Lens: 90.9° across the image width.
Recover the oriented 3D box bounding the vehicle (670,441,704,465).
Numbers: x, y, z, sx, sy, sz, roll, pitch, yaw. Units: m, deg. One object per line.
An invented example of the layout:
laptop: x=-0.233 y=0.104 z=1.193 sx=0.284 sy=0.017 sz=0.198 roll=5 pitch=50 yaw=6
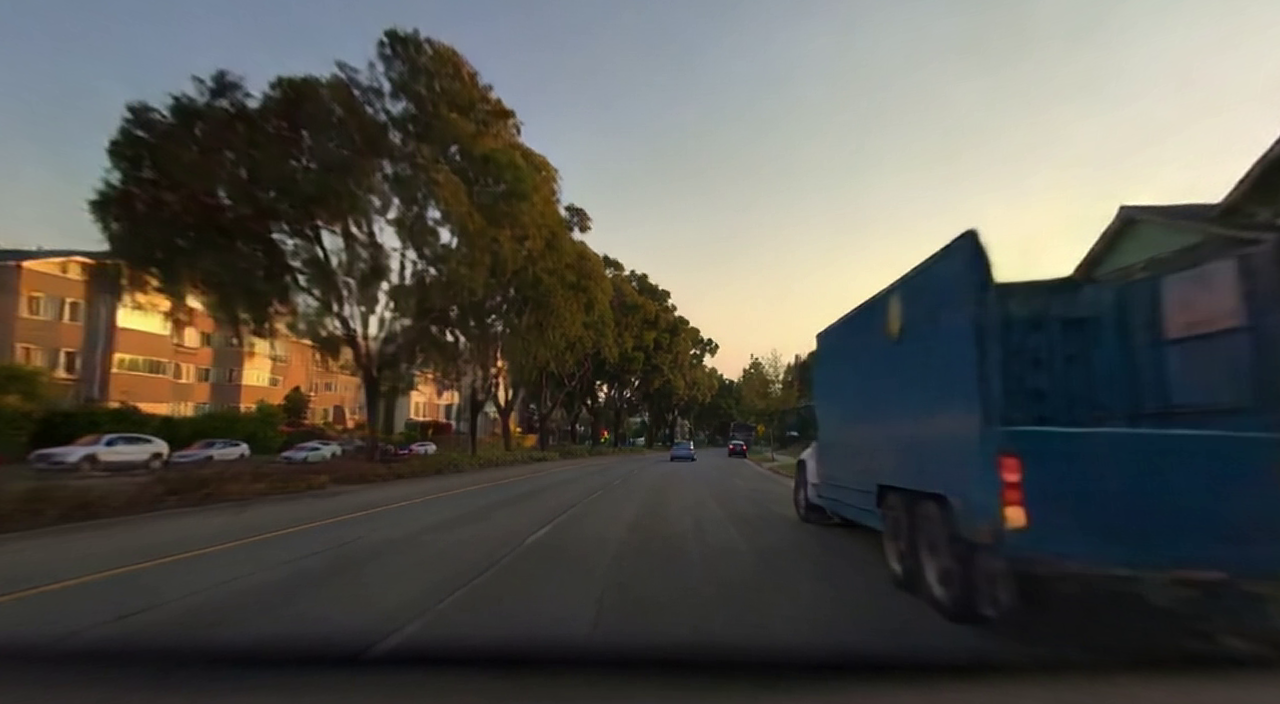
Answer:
vehicle: x=2.839 y=6.028 z=37.853 sx=1.871 sy=1.370 sz=4.206 roll=-1 pitch=-8 yaw=5

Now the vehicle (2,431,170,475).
vehicle: x=-24.235 y=4.440 z=27.980 sx=2.242 sy=1.693 sz=5.560 roll=-2 pitch=-9 yaw=4

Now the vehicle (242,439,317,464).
vehicle: x=-22.936 y=6.345 z=40.299 sx=1.900 sy=1.489 sz=4.361 roll=-1 pitch=-8 yaw=5

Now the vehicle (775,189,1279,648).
vehicle: x=4.111 y=1.012 z=8.747 sx=2.945 sy=3.277 sz=8.473 roll=0 pitch=-8 yaw=3

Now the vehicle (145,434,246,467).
vehicle: x=-23.682 y=5.266 z=33.835 sx=2.008 sy=1.668 sz=4.379 roll=-1 pitch=-8 yaw=4

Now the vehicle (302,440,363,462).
vehicle: x=-22.484 y=7.238 z=46.231 sx=1.772 sy=1.447 sz=4.582 roll=-1 pitch=-8 yaw=6
